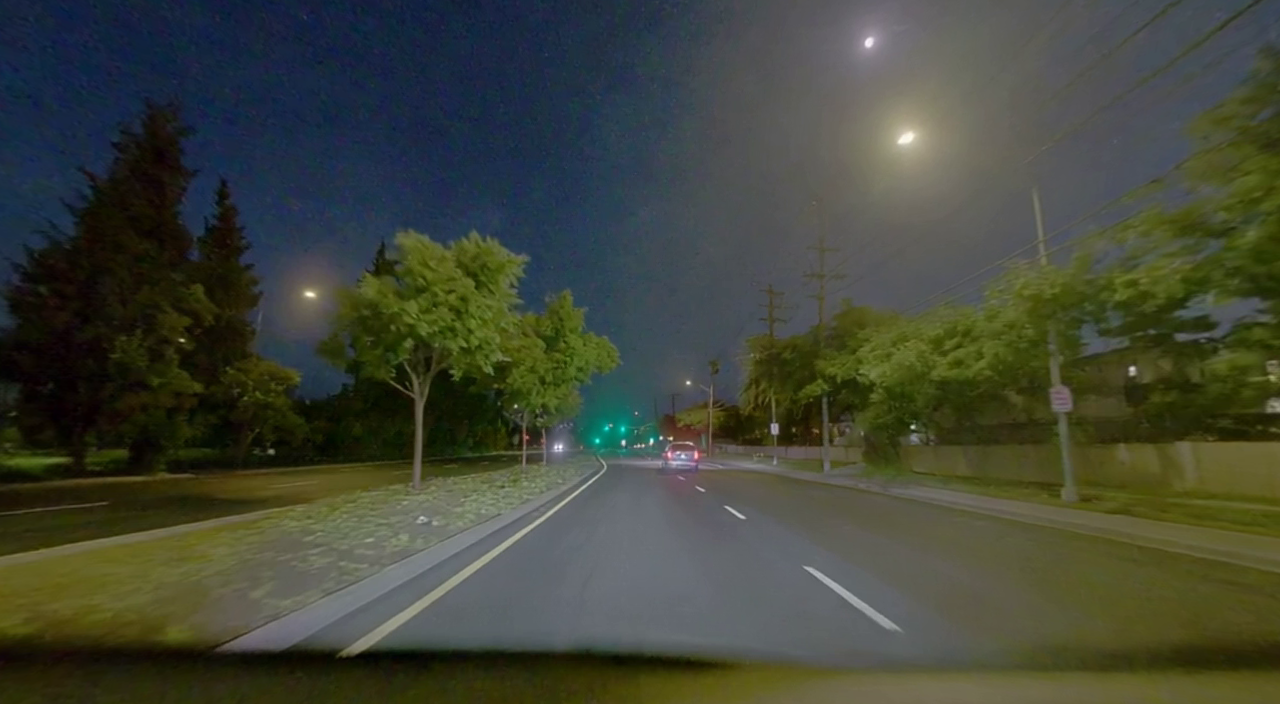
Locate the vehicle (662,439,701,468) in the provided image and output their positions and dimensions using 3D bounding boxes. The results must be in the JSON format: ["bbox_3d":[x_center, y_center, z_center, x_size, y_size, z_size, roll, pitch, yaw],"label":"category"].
[{"bbox_3d":[2.686,6.708,42.005,2.240,1.781,4.433,0,-8,-1],"label":"vehicle"}]
